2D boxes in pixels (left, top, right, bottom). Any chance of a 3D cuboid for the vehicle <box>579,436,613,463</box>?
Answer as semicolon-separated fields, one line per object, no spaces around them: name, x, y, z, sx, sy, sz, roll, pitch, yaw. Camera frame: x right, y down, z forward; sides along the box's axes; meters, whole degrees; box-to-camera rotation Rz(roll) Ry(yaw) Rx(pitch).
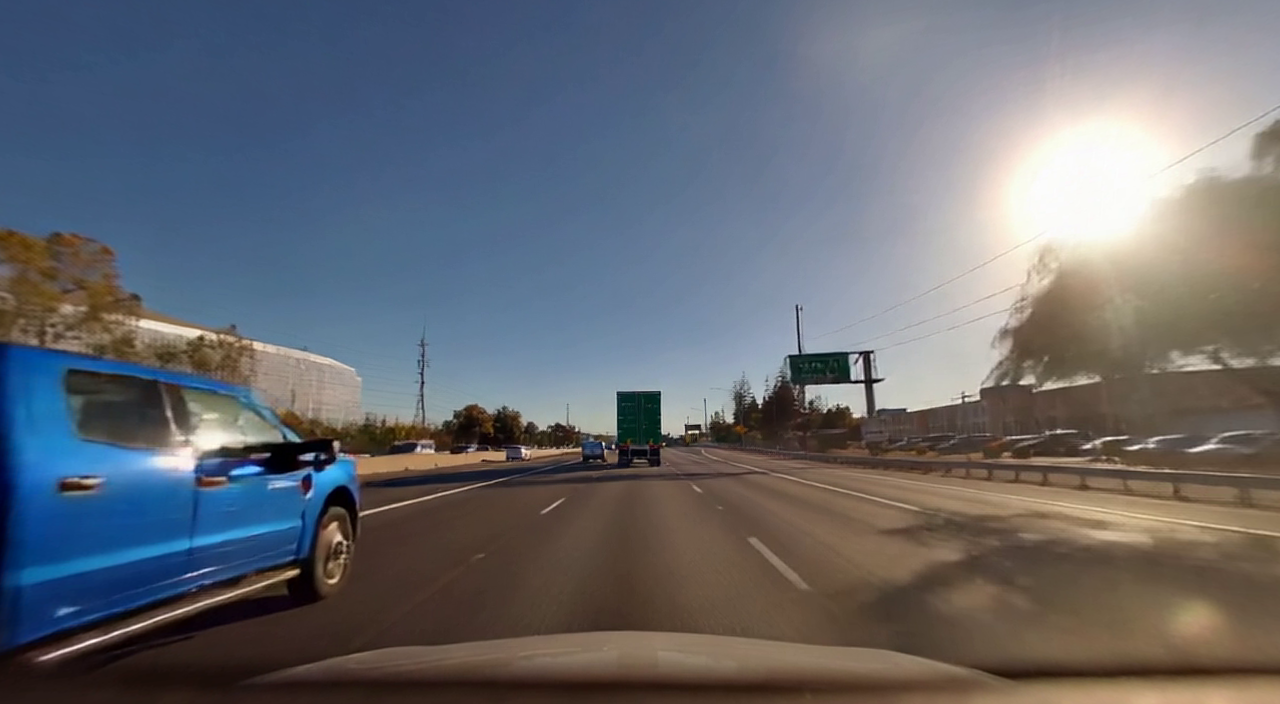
vehicle;-3.408;7.653;49.662;2.293;1.923;5.141;0;-8;0

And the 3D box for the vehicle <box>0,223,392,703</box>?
vehicle;-3.717;0.643;2.528;2.749;2.141;6.515;0;-8;1

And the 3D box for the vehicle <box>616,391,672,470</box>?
vehicle;0.235;5.046;39.487;2.879;4.085;13.125;0;-8;0
